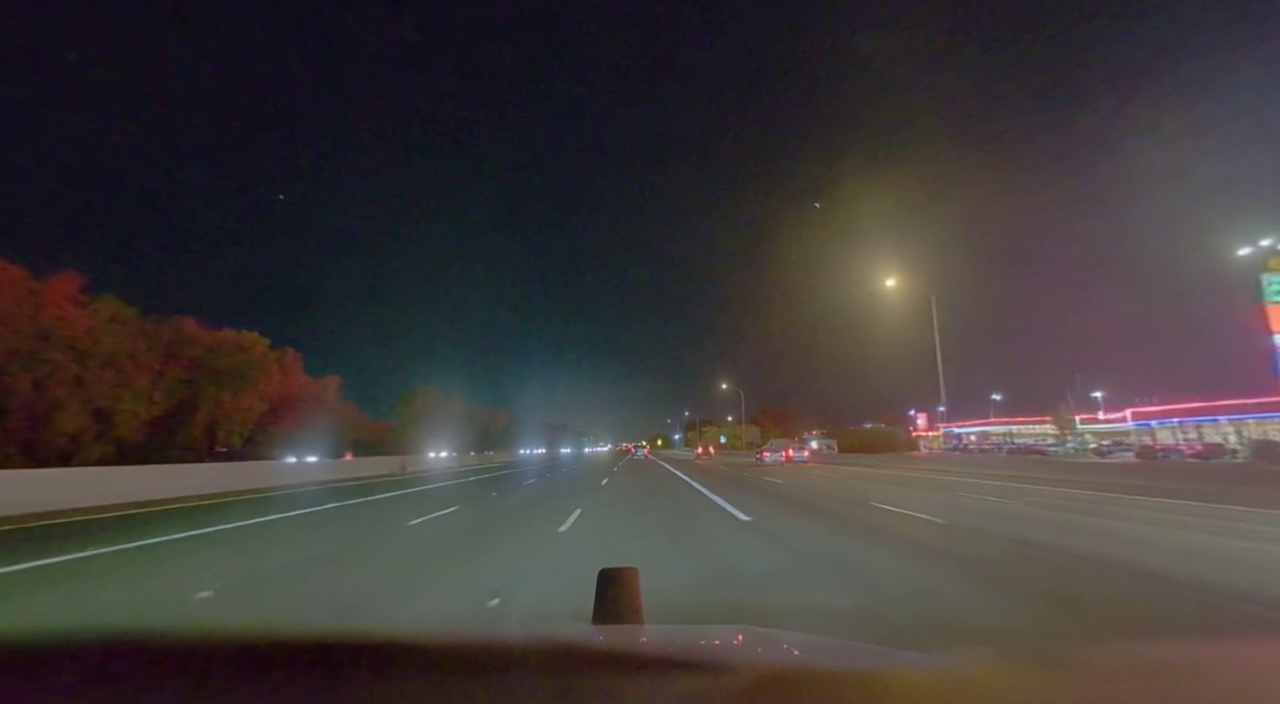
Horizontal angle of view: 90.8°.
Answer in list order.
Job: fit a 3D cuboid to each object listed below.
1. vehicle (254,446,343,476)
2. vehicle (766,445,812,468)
[{"bbox_3d":[-20.449,6.527,38.193,2.347,1.680,5.524,0,-8,0],"label":"vehicle"},{"bbox_3d":[10.269,7.246,43.968,1.953,1.473,4.512,0,-8,-2],"label":"vehicle"}]
